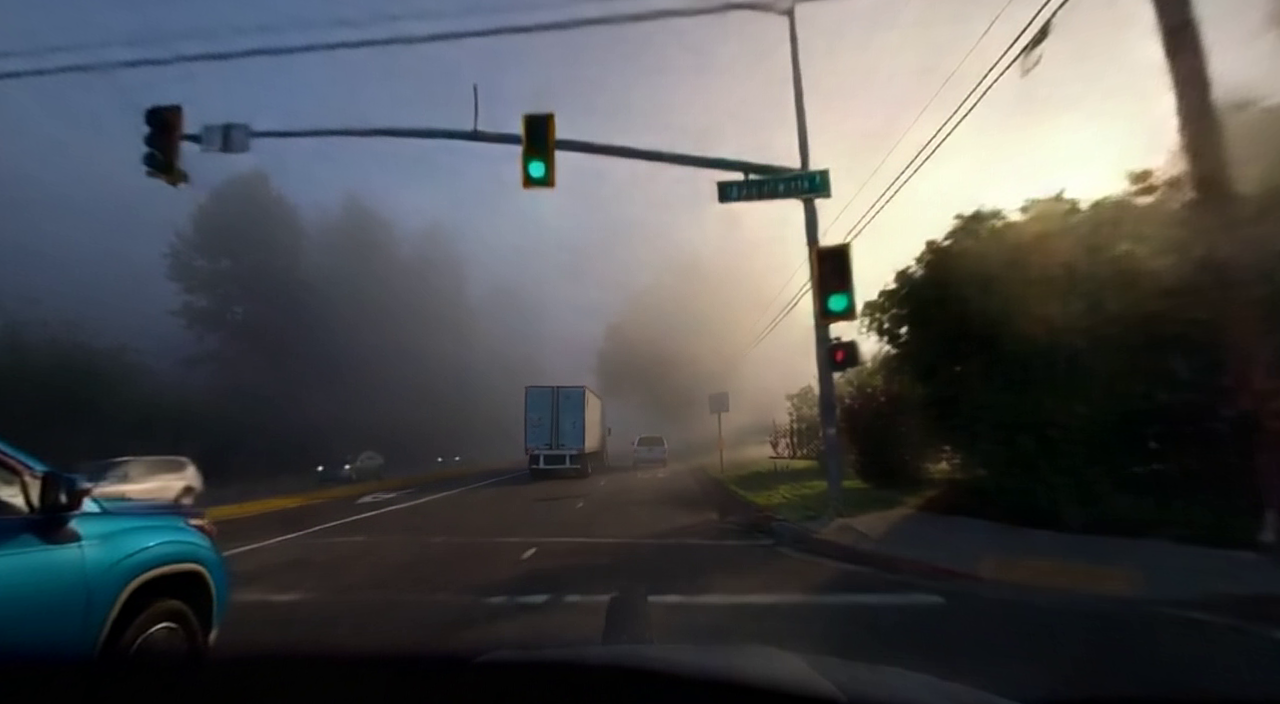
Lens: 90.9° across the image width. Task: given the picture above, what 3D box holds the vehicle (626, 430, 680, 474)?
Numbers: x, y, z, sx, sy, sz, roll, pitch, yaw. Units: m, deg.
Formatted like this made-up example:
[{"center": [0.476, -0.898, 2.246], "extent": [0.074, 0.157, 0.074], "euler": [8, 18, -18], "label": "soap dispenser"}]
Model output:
[{"center": [0.553, 4.320, 27.400], "extent": [2.174, 1.749, 4.113], "euler": [0, -8, 1], "label": "vehicle"}]

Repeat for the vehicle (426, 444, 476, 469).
[{"center": [-14.099, 7.799, 47.324], "extent": [2.123, 1.789, 4.609], "euler": [0, -8, 2], "label": "vehicle"}]

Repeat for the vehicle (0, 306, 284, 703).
[{"center": [-3.308, 0.677, 1.630], "extent": [2.093, 1.832, 4.508], "euler": [0, -8, 0], "label": "vehicle"}]

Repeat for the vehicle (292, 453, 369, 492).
[{"center": [-17.358, 6.748, 35.642], "extent": [2.054, 1.935, 4.350], "euler": [0, -8, 1], "label": "vehicle"}]

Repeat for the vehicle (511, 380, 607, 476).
[{"center": [-3.363, 3.585, 28.887], "extent": [2.928, 3.658, 8.980], "euler": [0, -8, 2], "label": "vehicle"}]

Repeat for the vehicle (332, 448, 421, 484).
[{"center": [-12.008, 5.183, 29.091], "extent": [2.055, 1.489, 4.425], "euler": [0, -8, 2], "label": "vehicle"}]
